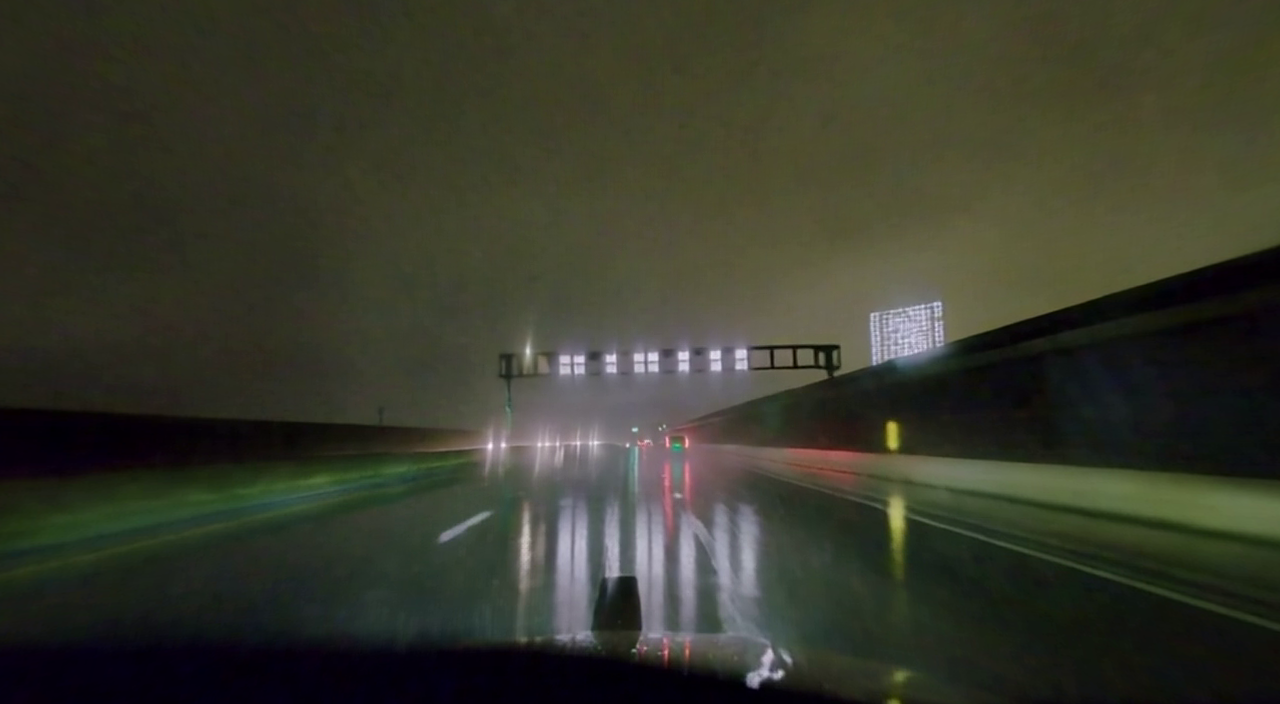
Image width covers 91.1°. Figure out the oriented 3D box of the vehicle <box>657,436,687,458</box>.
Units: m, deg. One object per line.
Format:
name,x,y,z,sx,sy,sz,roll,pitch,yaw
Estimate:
vehicle,2.283,6.845,45.454,1.946,1.481,3.969,0,-8,0
